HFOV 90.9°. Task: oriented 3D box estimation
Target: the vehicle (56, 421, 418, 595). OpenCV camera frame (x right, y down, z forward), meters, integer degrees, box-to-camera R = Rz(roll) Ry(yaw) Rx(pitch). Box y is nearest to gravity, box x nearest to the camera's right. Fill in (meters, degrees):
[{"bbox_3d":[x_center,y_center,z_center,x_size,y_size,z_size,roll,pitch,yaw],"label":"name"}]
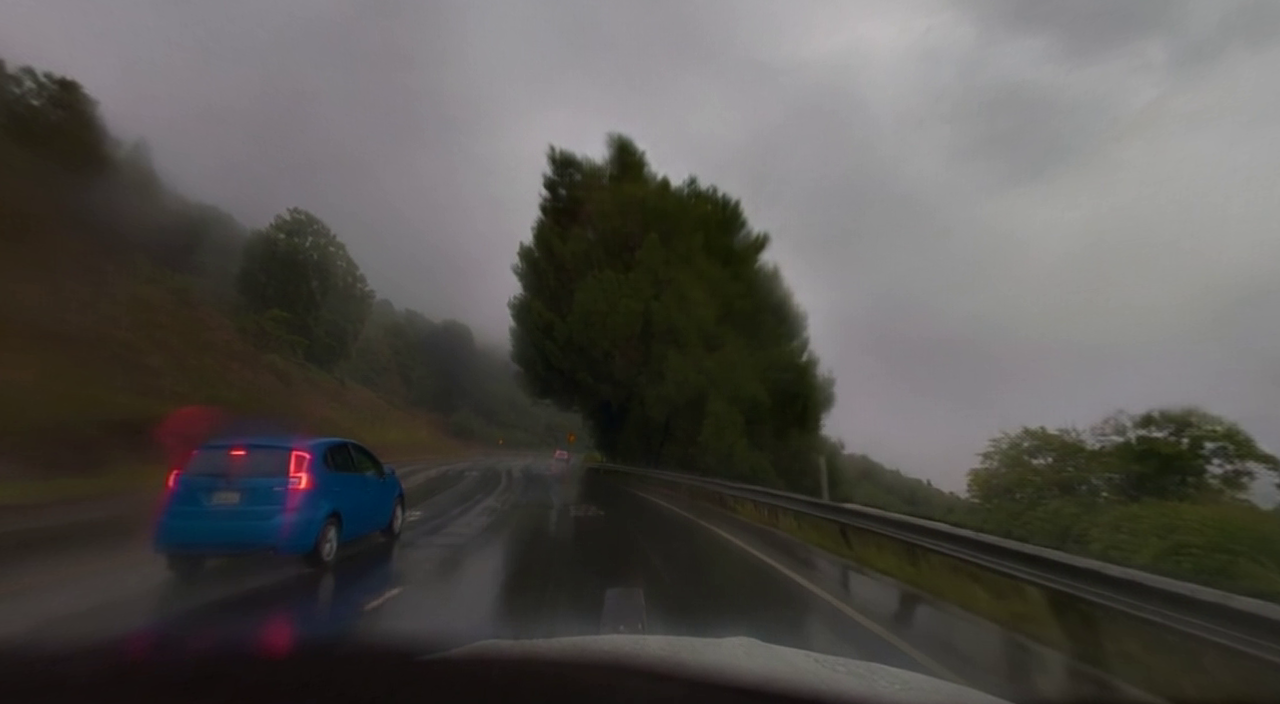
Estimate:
[{"bbox_3d":[-4.494,1.781,7.983,2.078,1.607,3.959,0,-9,-3],"label":"vehicle"}]
